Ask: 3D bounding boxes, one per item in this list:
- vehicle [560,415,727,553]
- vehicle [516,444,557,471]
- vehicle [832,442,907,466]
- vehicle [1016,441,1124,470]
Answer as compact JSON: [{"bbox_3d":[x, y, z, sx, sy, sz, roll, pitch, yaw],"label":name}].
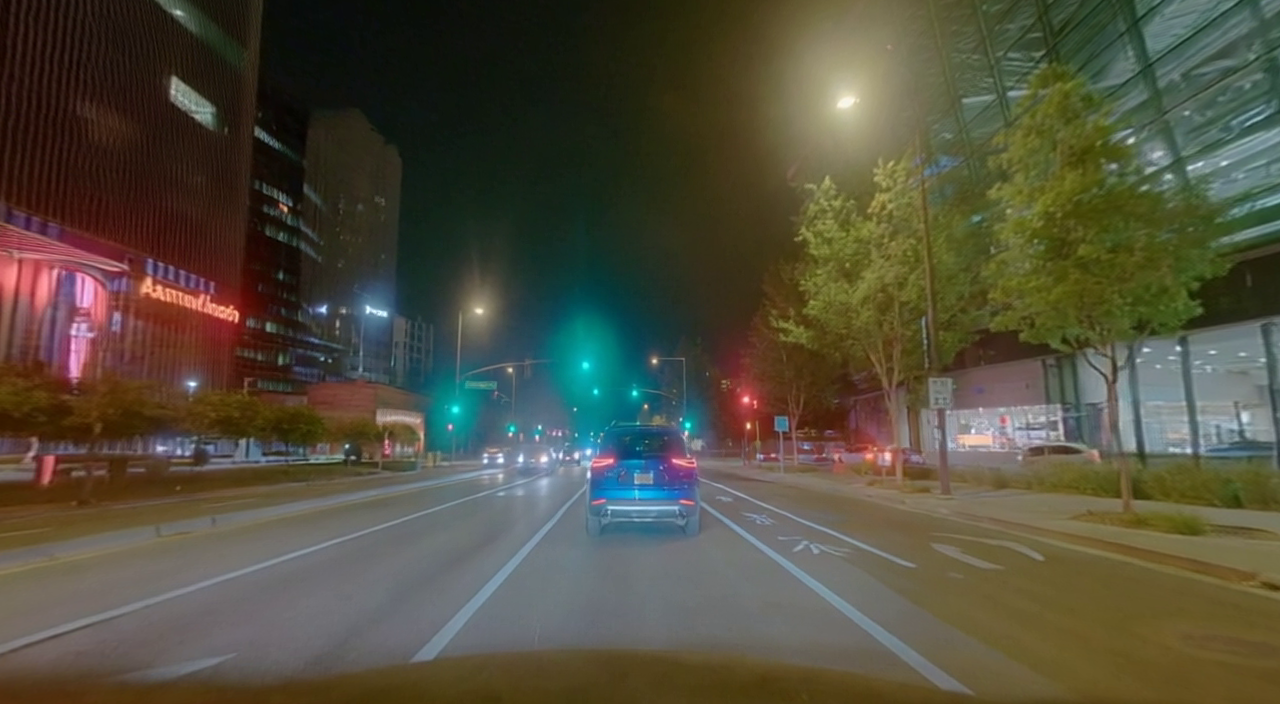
[{"bbox_3d":[-0.038,2.025,10.355,2.183,1.765,4.059,0,-8,-2],"label":"vehicle"},{"bbox_3d":[-6.751,6.890,41.486,2.028,1.655,4.189,0,-9,-1],"label":"vehicle"},{"bbox_3d":[15.671,6.968,43.262,4.422,1.563,1.751,0,-9,-2],"label":"vehicle"},{"bbox_3d":[24.519,5.920,36.115,4.571,1.558,2.171,0,-9,-2],"label":"vehicle"}]
